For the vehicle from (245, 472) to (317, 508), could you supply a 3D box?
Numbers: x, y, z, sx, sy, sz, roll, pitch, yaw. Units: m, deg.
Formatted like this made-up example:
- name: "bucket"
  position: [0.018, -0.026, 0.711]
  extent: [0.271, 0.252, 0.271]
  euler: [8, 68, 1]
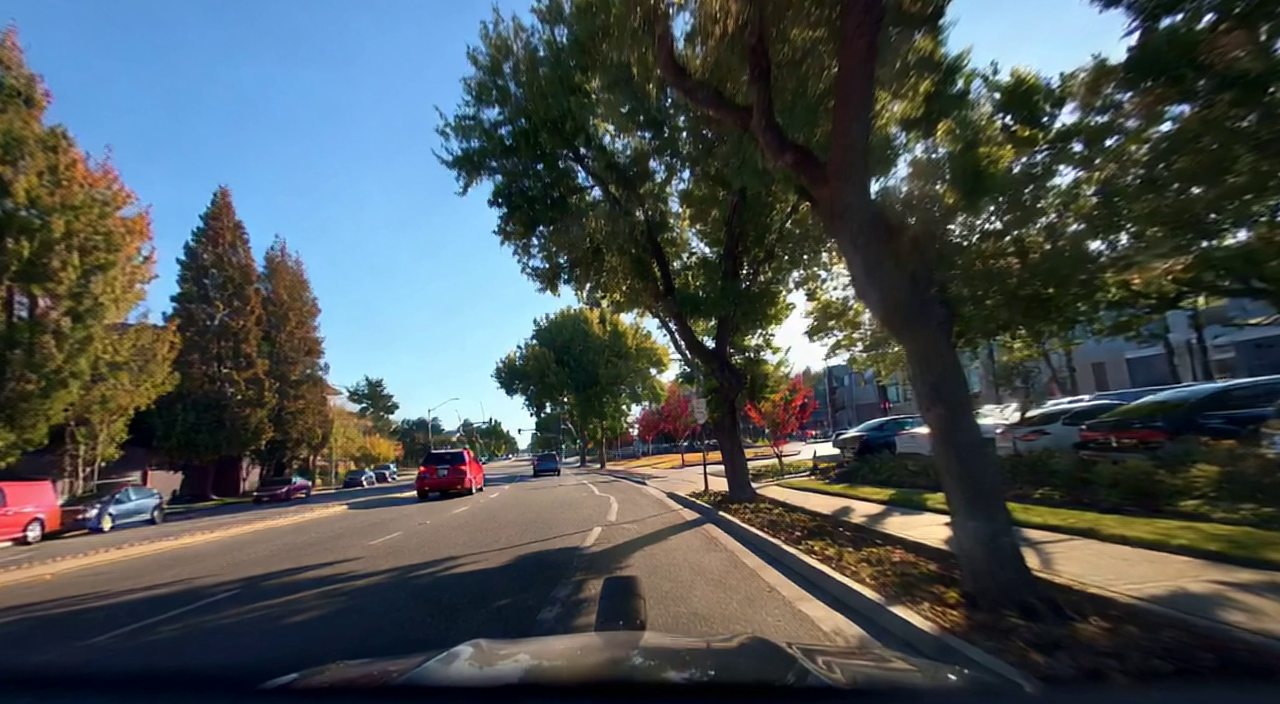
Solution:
- name: "vehicle"
  position: [-19.648, 7.539, 34.789]
  extent: [1.874, 1.392, 4.633]
  euler: [-5, -8, -10]

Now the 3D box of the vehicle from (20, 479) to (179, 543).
- name: "vehicle"
  position: [-17.279, 5.047, 20.528]
  extent: [1.898, 1.477, 4.184]
  euler: [-2, -8, -8]

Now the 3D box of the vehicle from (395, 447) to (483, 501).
- name: "vehicle"
  position: [-7.244, 4.406, 23.313]
  extent: [2.097, 1.755, 4.336]
  euler: [0, -9, -4]
